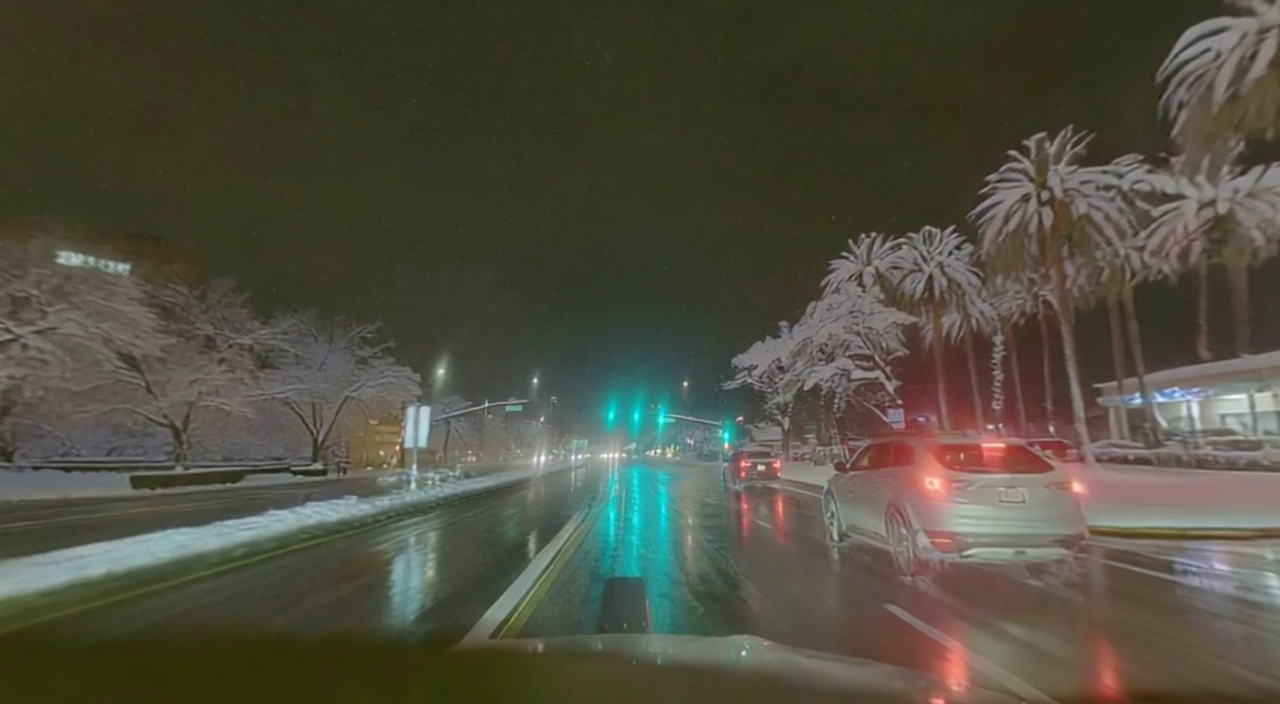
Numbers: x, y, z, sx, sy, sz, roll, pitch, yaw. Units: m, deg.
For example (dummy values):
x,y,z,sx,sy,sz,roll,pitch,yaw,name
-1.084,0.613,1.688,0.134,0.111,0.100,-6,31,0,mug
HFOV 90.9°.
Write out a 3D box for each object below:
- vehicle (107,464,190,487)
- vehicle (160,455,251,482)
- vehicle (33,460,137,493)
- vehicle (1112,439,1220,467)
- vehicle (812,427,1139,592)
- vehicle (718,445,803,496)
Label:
x,y,z,sx,sy,sz,roll,pitch,yaw,name
-32.965,8.265,42.304,4.252,1.419,1.997,-2,-9,11,vehicle
-31.491,8.457,45.781,4.978,1.873,2.164,0,-9,0,vehicle
-33.690,7.543,38.357,4.422,1.599,2.087,-4,-8,1,vehicle
29.053,5.574,34.938,1.759,1.440,4.112,4,-9,-24,vehicle
3.722,1.796,8.048,1.931,1.534,4.126,0,-9,1,vehicle
3.862,3.867,21.085,1.870,1.467,4.800,0,-9,0,vehicle
